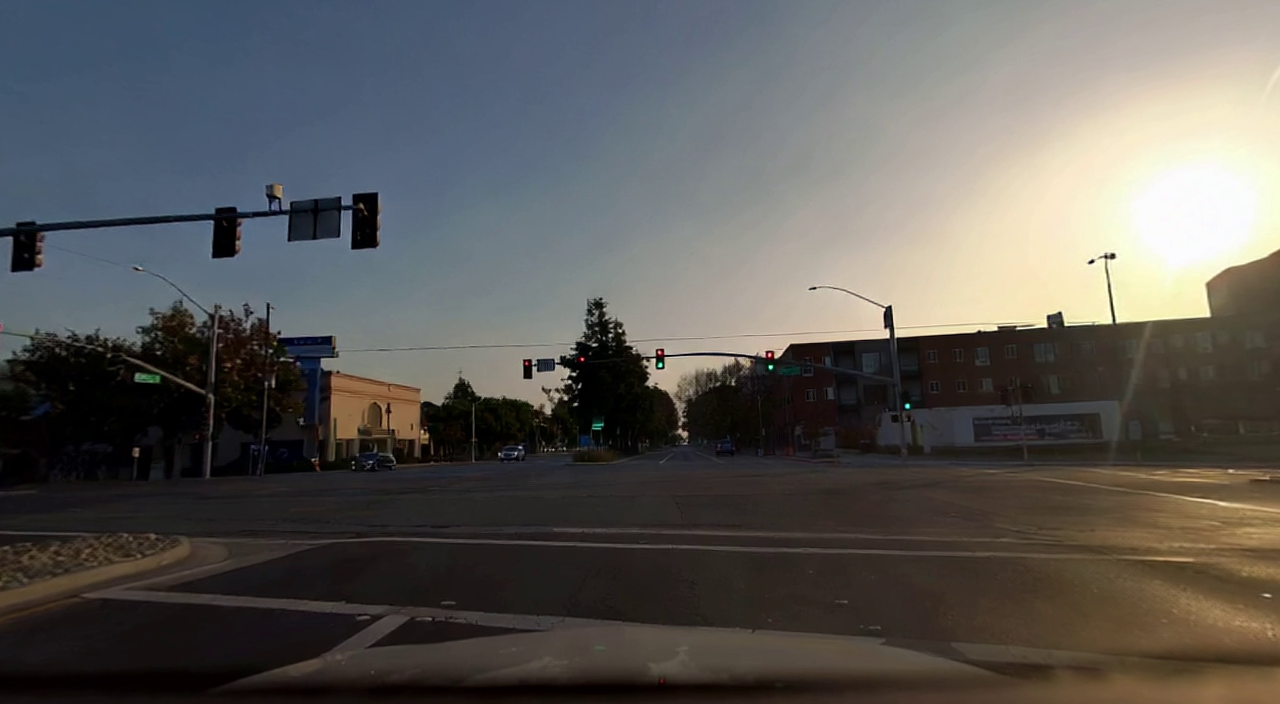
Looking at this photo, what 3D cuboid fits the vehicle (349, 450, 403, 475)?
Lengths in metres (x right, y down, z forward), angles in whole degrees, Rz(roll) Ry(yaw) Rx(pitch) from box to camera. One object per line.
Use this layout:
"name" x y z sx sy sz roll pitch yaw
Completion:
"vehicle" -18.823 7.848 45.226 1.933 1.664 4.255 0 -9 1
